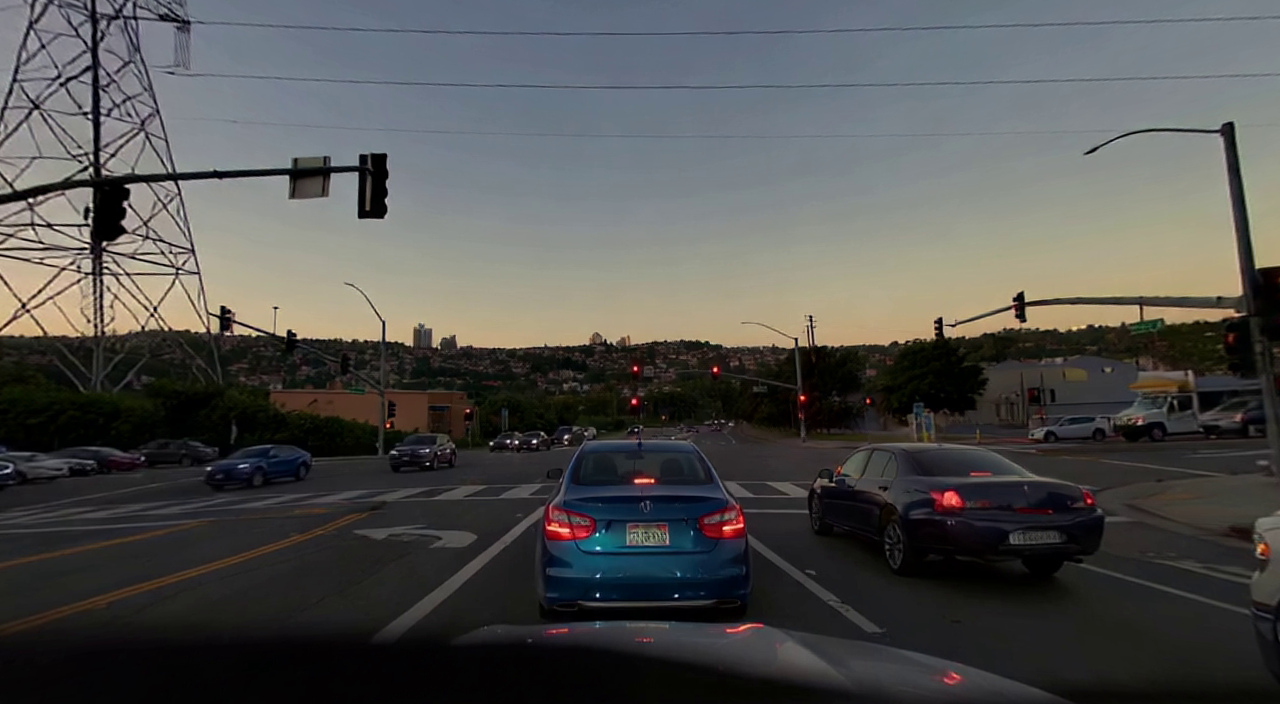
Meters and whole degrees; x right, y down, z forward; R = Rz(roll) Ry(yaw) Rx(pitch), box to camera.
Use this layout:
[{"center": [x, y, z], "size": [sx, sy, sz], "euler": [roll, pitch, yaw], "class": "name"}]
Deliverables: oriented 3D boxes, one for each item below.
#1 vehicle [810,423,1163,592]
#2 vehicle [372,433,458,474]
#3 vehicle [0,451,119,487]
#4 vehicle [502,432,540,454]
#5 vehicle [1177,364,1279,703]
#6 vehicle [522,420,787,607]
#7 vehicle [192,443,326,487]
[{"center": [3.643, 1.684, 7.722], "size": [1.835, 1.473, 4.190], "euler": [0, -8, -2], "class": "vehicle"}, {"center": [-9.452, 4.298, 26.927], "size": [1.910, 1.597, 4.334], "euler": [-1, -8, 2], "class": "vehicle"}, {"center": [-25.941, 5.113, 27.739], "size": [4.263, 1.464, 1.895], "euler": [0, -8, -1], "class": "vehicle"}, {"center": [-8.825, 6.821, 47.060], "size": [1.910, 1.537, 4.123], "euler": [-1, -8, 3], "class": "vehicle"}, {"center": [3.403, 0.590, 0.628], "size": [1.926, 1.614, 4.330], "euler": [0, -8, 1], "class": "vehicle"}, {"center": [0.103, 1.597, 7.127], "size": [2.117, 1.474, 4.036], "euler": [0, -8, 0], "class": "vehicle"}, {"center": [-14.171, 4.197, 23.820], "size": [2.089, 1.464, 4.520], "euler": [-1, -8, 2], "class": "vehicle"}]
